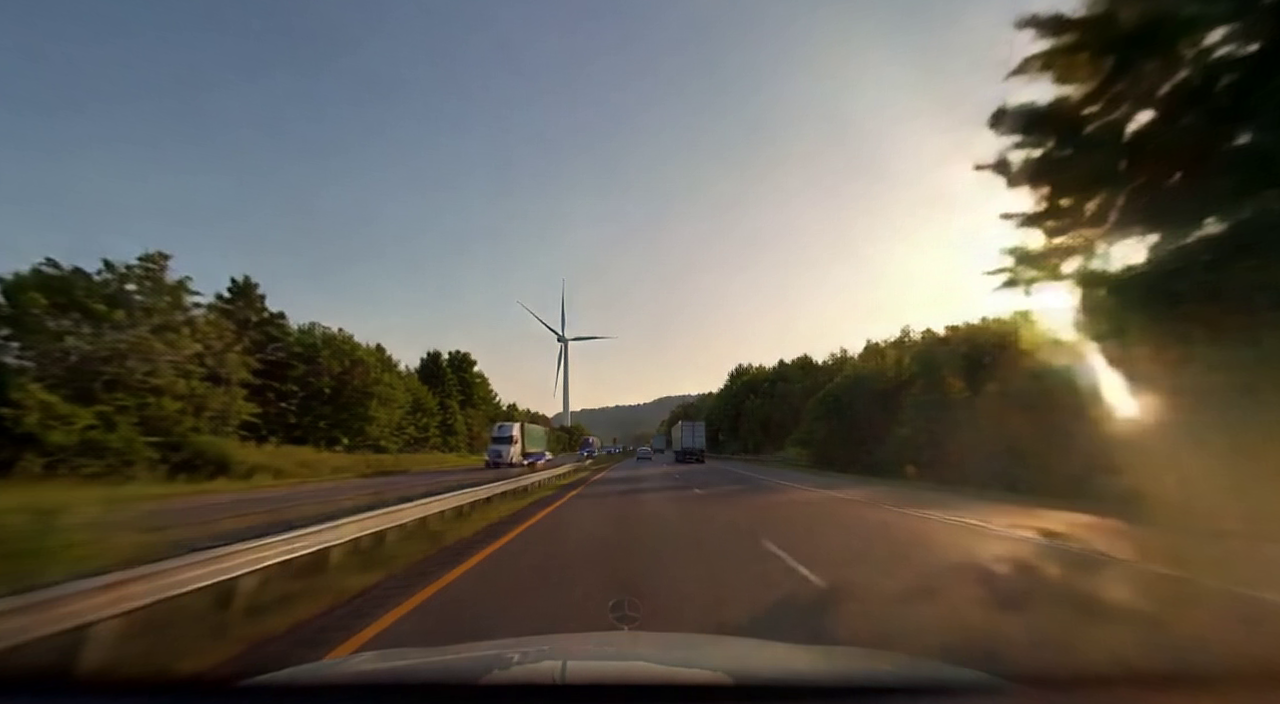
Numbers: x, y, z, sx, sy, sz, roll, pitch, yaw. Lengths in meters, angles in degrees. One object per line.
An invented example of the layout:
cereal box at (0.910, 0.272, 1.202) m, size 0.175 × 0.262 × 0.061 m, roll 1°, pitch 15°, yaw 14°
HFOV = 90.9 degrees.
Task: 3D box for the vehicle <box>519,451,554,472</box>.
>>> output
vehicle at (-8.111, 8.630, 49.712) m, size 2.015 × 1.523 × 4.279 m, roll 0°, pitch -9°, yaw 1°
